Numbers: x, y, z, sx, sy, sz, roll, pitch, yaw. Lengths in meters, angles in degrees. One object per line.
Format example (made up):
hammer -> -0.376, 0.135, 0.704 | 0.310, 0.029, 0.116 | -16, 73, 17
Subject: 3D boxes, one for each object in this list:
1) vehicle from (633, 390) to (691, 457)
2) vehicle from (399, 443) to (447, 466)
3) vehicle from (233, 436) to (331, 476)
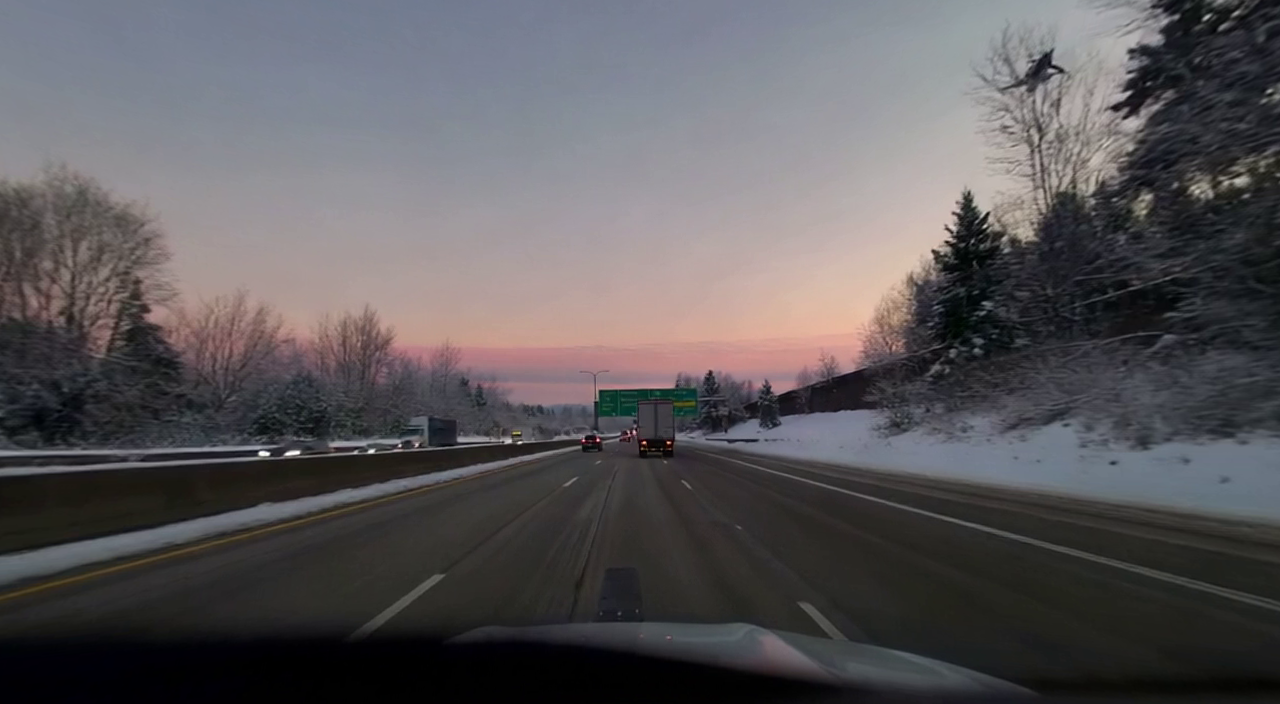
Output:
vehicle -> 1.208, 5.431, 45.758 | 2.965, 3.972, 16.689 | 0, -8, -2
vehicle -> -14.687, 6.937, 42.718 | 1.772, 1.463, 3.906 | 0, -8, 1
vehicle -> -18.813, 5.454, 33.427 | 2.106, 1.954, 5.200 | 0, -8, 0
